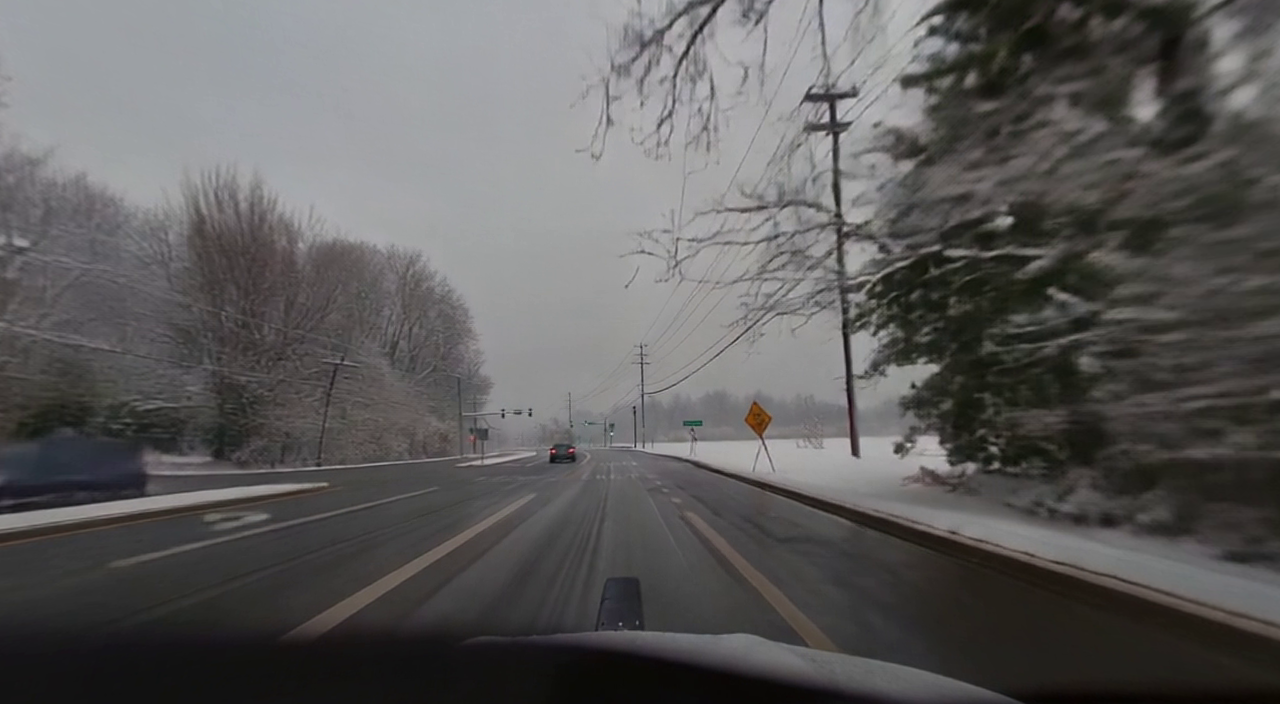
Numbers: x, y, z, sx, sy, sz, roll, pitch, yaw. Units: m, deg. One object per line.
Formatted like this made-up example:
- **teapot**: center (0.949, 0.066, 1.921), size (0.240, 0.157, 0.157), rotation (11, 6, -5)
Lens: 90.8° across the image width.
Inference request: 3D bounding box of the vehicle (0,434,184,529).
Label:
- **vehicle**: center (-13.786, 2.914, 14.802), size (2.277, 1.857, 5.330), rotation (0, -9, -1)
